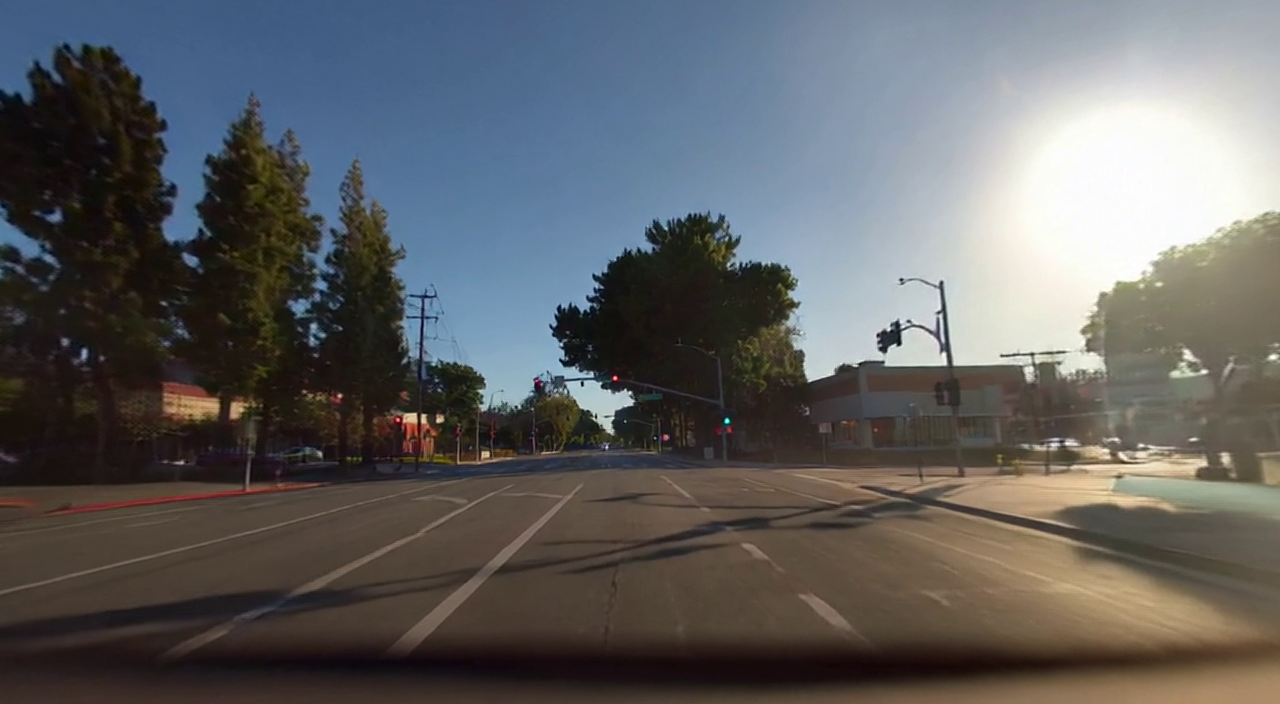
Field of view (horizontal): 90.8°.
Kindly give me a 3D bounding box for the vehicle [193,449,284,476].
[{"bbox_3d":[-26.675,7.365,42.130,4.577,1.584,2.000,3,-7,-8],"label":"vehicle"}]
